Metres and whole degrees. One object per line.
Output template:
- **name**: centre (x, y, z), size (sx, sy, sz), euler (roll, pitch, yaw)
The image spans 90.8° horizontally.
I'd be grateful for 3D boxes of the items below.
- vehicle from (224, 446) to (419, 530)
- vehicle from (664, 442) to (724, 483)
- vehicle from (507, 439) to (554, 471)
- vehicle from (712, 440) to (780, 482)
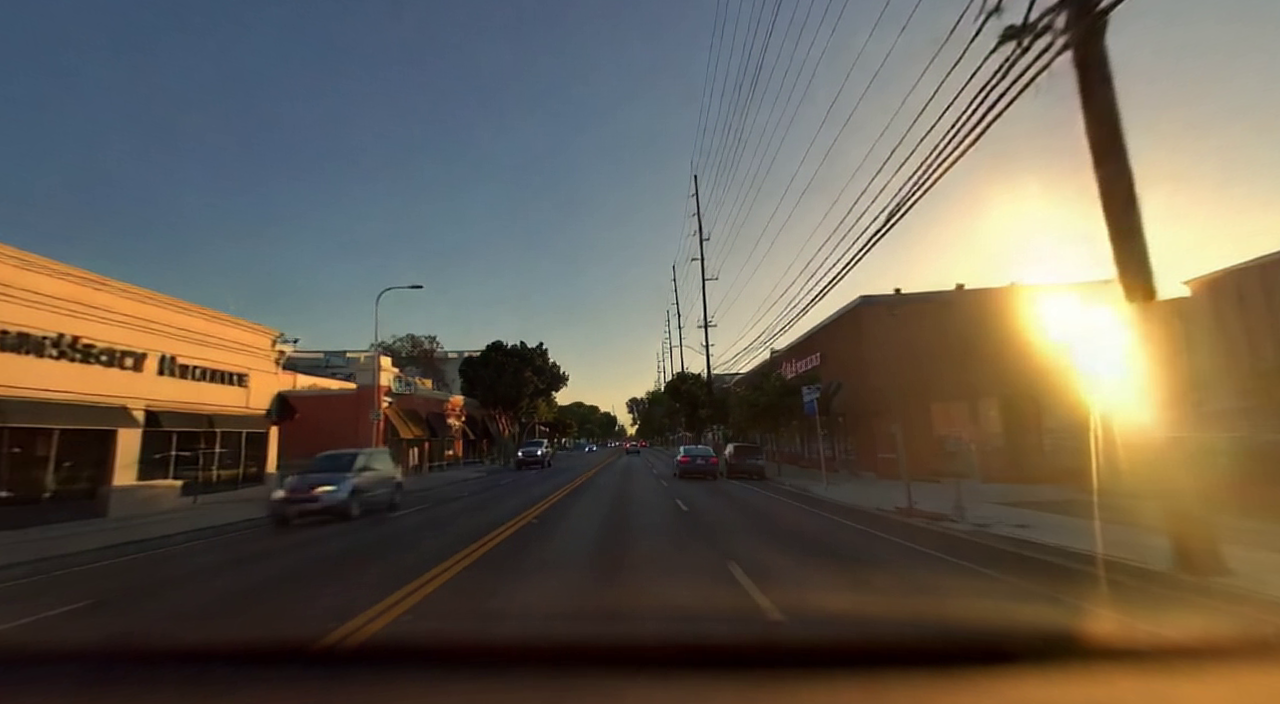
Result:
- **vehicle**: centre (-6.403, 2.739, 13.406), size (1.868, 1.466, 4.397), euler (0, -8, 0)
- **vehicle**: centre (2.035, 4.305, 24.892), size (1.975, 1.497, 3.647), euler (0, -8, -1)
- **vehicle**: centre (-6.466, 6.116, 37.759), size (2.037, 1.777, 4.407), euler (0, -8, 0)
- **vehicle**: centre (4.886, 5.096, 30.004), size (2.143, 1.788, 5.388), euler (0, -8, -1)
